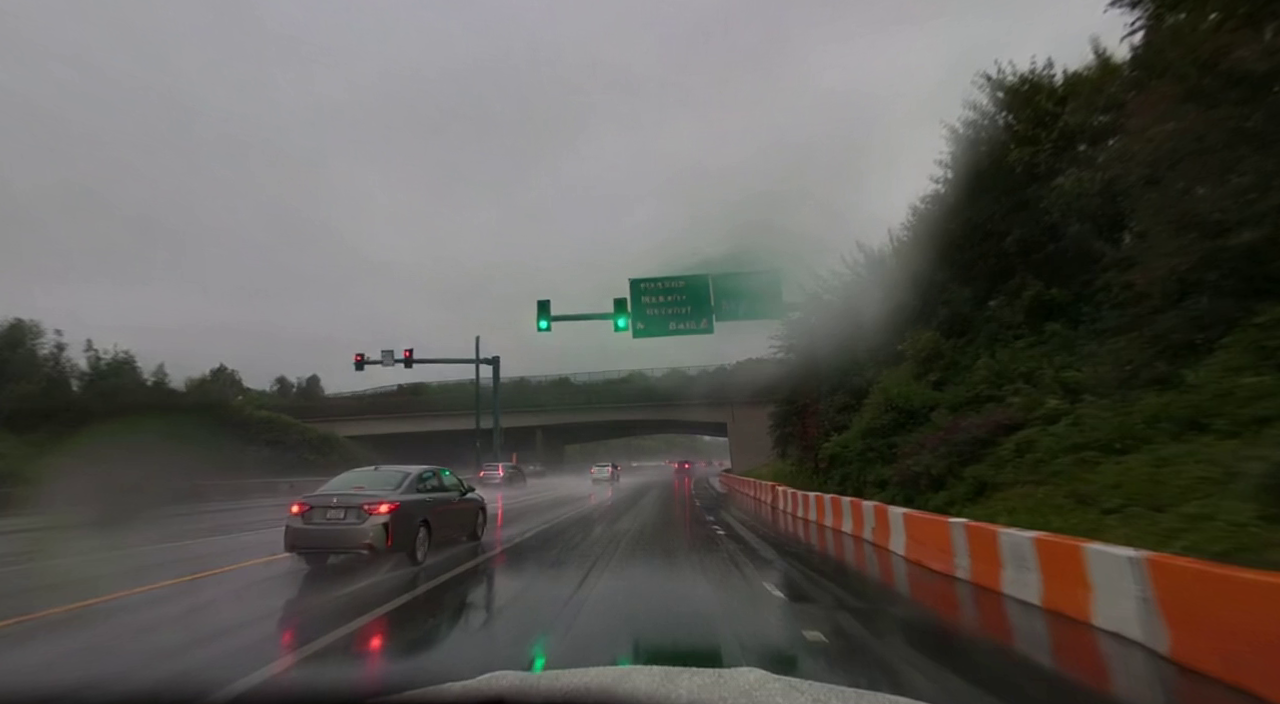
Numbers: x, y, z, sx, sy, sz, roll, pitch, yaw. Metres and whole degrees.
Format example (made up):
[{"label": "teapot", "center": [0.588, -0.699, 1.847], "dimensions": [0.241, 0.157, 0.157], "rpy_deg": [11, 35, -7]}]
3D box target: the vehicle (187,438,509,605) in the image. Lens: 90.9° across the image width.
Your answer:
[{"label": "vehicle", "center": [-3.061, 1.876, 7.652], "dimensions": [1.992, 1.466, 3.690], "rpy_deg": [0, -10, 2]}]
